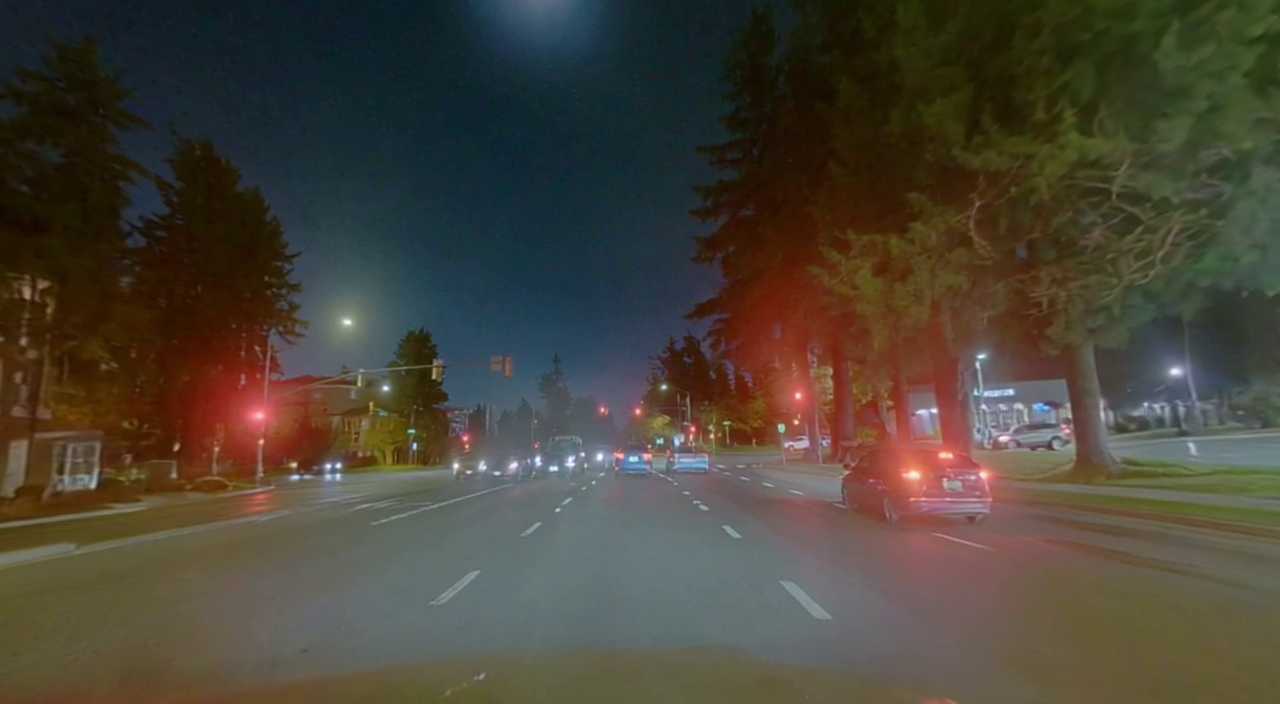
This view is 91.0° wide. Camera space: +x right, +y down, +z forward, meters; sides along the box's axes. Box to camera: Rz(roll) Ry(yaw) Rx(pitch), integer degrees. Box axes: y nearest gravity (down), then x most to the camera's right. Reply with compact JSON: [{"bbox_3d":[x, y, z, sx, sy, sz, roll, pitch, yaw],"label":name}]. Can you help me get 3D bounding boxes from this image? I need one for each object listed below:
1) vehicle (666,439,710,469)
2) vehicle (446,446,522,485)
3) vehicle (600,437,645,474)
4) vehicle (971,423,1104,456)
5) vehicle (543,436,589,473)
[{"bbox_3d":[2.756,6.022,37.245,2.103,1.647,4.318,0,-8,-2],"label":"vehicle"},{"bbox_3d":[-6.341,4.632,26.087,2.033,1.442,4.668,0,-8,-1],"label":"vehicle"},{"bbox_3d":[-0.802,5.189,31.803,2.146,1.742,4.095,0,-8,0],"label":"vehicle"},{"bbox_3d":[18.002,3.992,28.650,4.660,1.462,2.034,0,-8,0],"label":"vehicle"},{"bbox_3d":[-4.010,5.617,34.676,2.139,1.851,3.970,0,-8,-2],"label":"vehicle"}]
